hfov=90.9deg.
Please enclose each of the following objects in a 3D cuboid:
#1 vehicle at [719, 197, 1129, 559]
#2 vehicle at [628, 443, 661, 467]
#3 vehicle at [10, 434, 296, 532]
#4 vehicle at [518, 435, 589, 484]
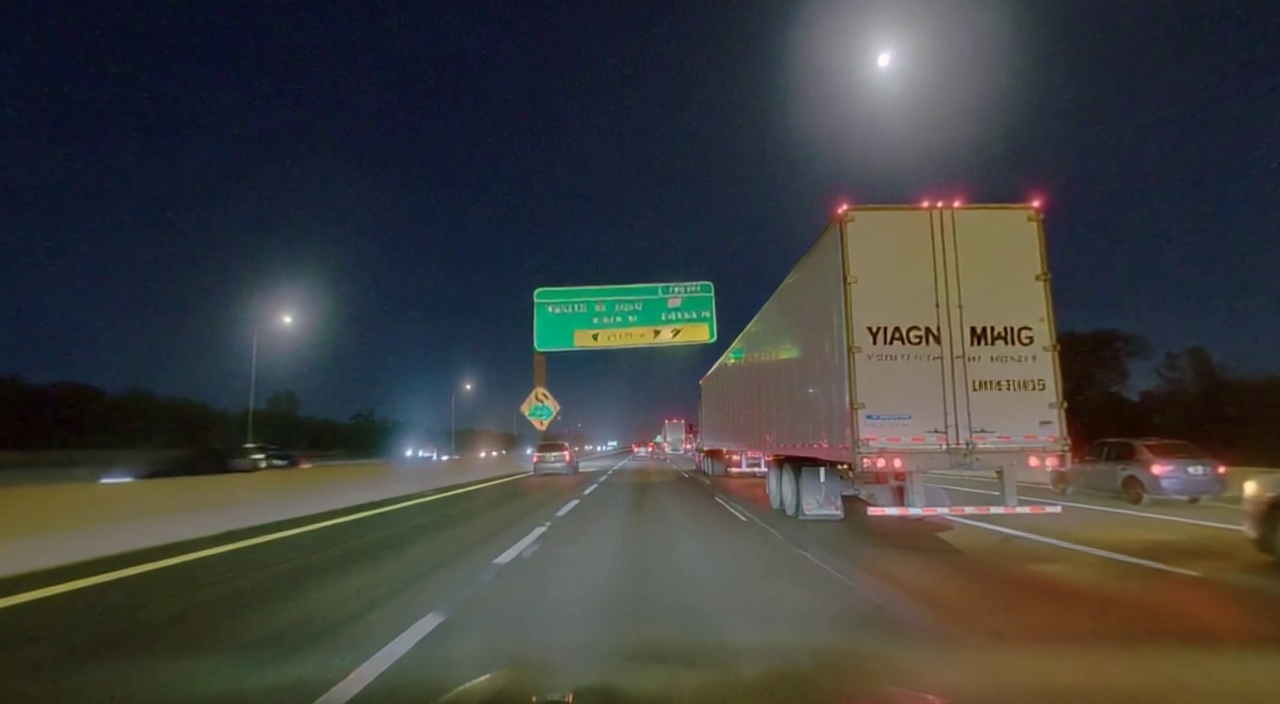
[{"bbox_3d":[3.859,1.141,13.286,2.821,4.077,12.562,0,-9,0],"label":"vehicle"},{"bbox_3d":[0.260,6.756,41.411,2.063,1.469,4.208,0,-9,-1],"label":"vehicle"},{"bbox_3d":[-9.043,2.435,12.375,2.080,1.546,4.386,0,-9,0],"label":"vehicle"},{"bbox_3d":[-3.236,4.133,24.532,2.058,1.711,4.226,0,-9,1],"label":"vehicle"}]
